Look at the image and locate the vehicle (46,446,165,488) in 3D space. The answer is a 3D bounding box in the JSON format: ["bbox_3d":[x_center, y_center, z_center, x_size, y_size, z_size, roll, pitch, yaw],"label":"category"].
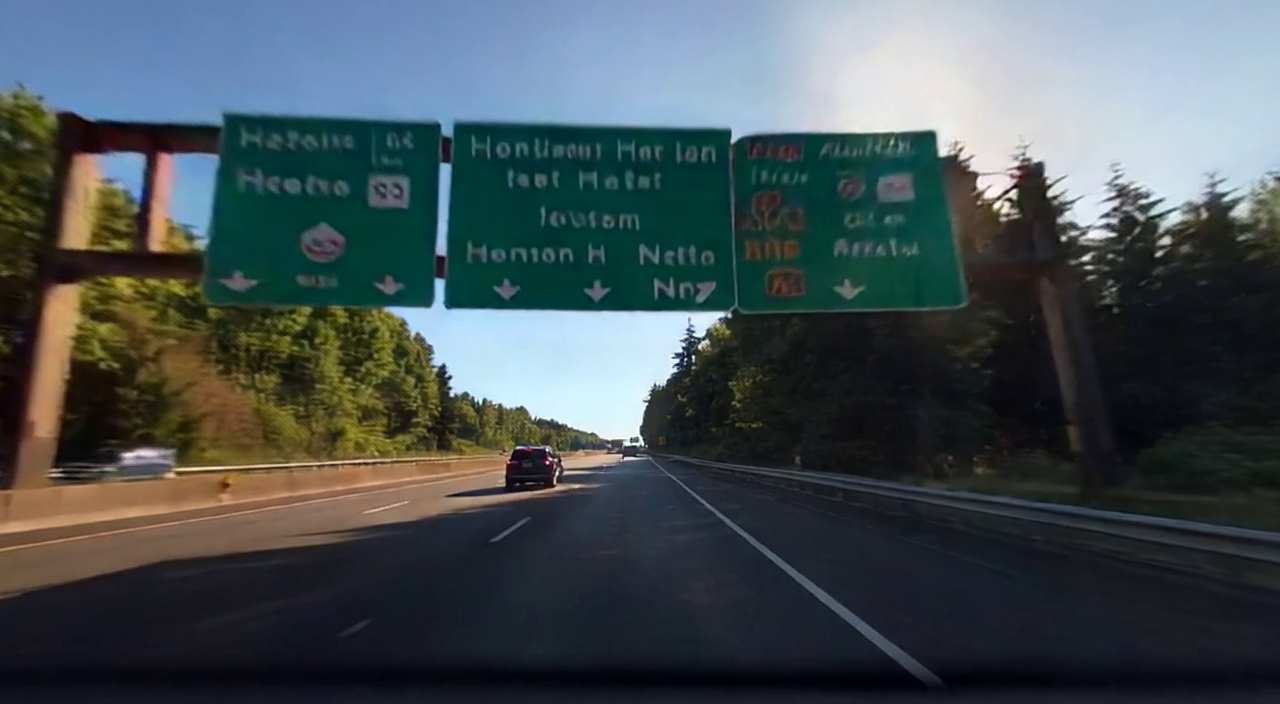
[{"bbox_3d":[-24.135,5.176,28.618,1.912,1.739,3.938,0,-9,0],"label":"vehicle"}]

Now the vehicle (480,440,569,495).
[{"bbox_3d":[-3.745,3.845,21.230,2.104,1.626,4.283,-1,-9,1],"label":"vehicle"}]
